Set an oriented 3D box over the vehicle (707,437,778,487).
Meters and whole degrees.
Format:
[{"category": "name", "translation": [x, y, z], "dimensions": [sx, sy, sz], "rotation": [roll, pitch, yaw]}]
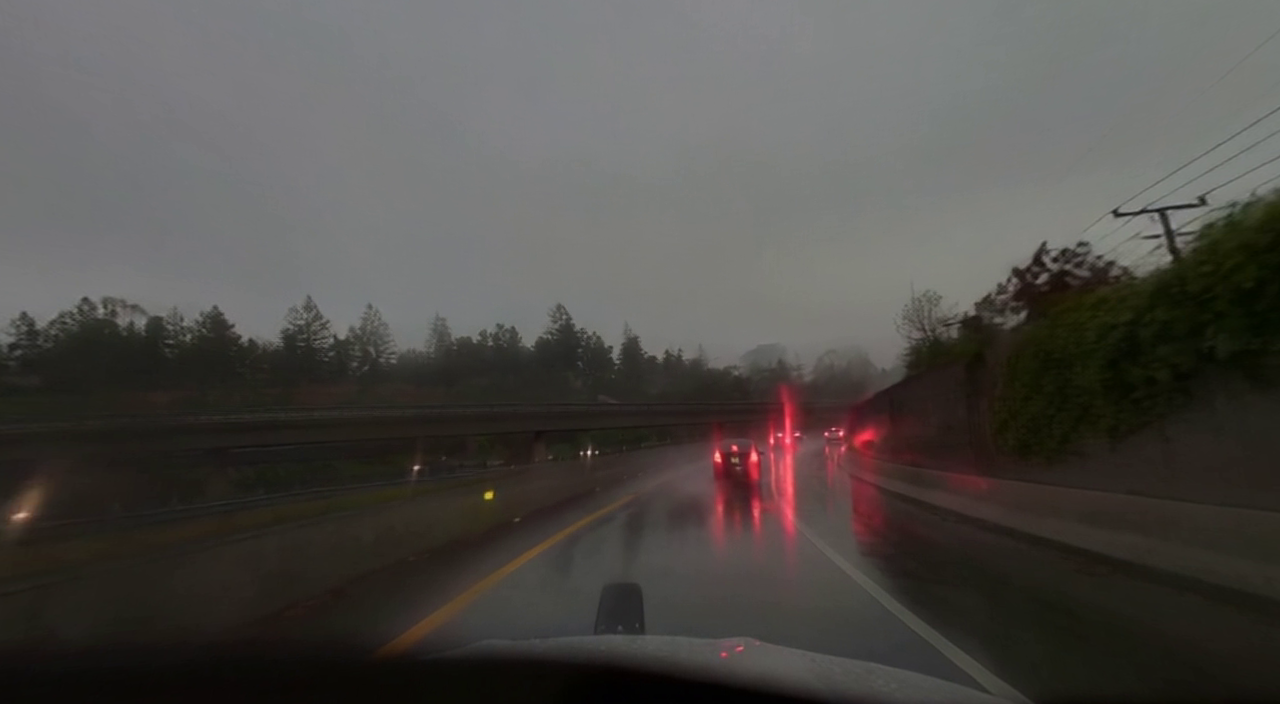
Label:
[{"category": "vehicle", "translation": [3.450, 3.627, 21.146], "dimensions": [2.091, 1.482, 4.321], "rotation": [-2, -9, 10]}]
